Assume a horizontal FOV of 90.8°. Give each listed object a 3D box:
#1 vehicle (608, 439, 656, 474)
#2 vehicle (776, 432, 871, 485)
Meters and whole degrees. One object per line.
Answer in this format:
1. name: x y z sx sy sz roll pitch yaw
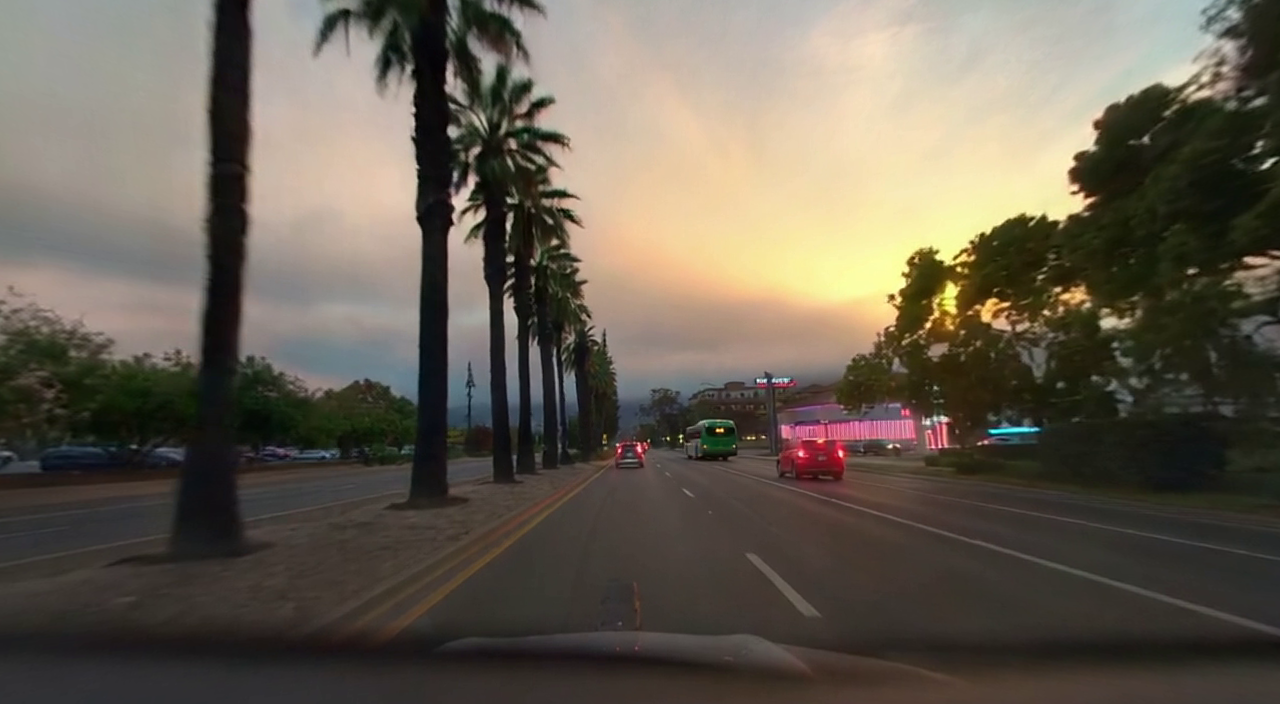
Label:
1. vehicle: -0.342 4.847 29.394 2.065 1.477 4.306 0 -9 1
2. vehicle: 6.314 3.715 22.304 2.031 1.670 4.154 0 -9 -1
